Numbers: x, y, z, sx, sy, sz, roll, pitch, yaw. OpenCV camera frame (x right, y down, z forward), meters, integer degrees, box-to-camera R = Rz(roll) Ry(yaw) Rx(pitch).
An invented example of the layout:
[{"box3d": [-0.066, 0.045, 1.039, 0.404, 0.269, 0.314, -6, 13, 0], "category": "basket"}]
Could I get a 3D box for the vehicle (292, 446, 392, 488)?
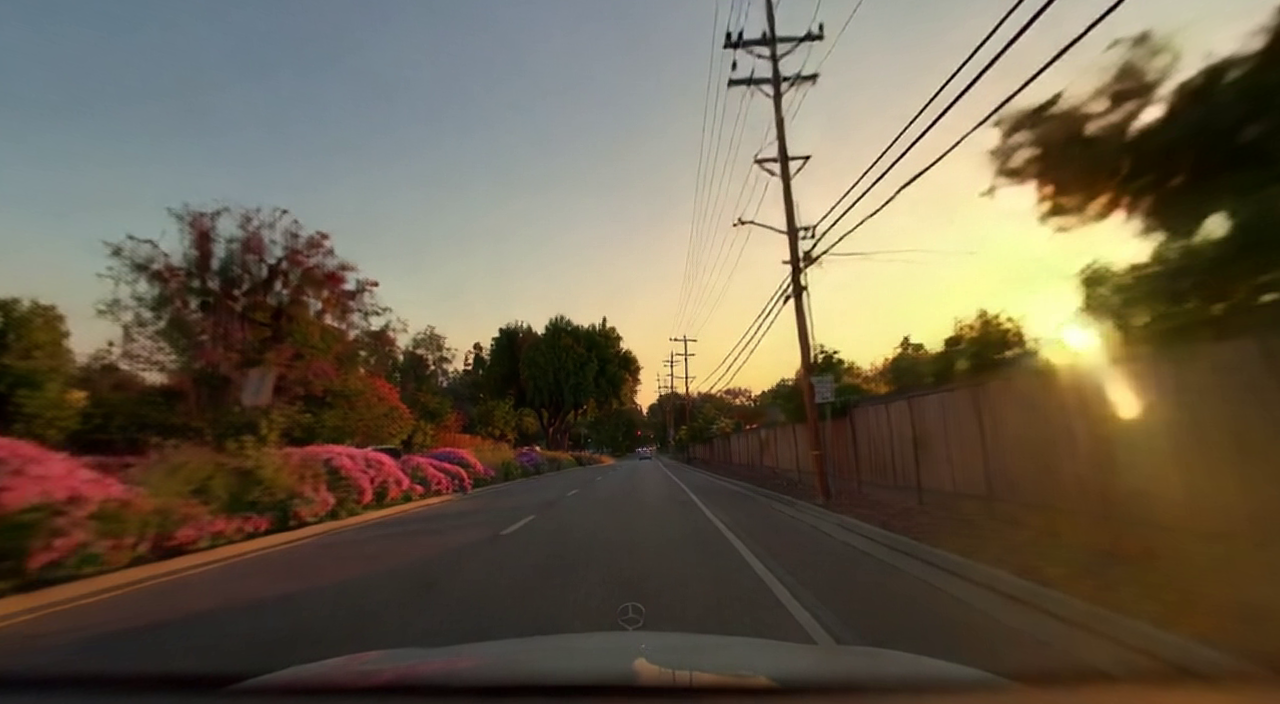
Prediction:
[{"box3d": [-15.299, 5.918, 32.847, 2.269, 1.943, 5.876, -1, -8, 1], "category": "vehicle"}]
